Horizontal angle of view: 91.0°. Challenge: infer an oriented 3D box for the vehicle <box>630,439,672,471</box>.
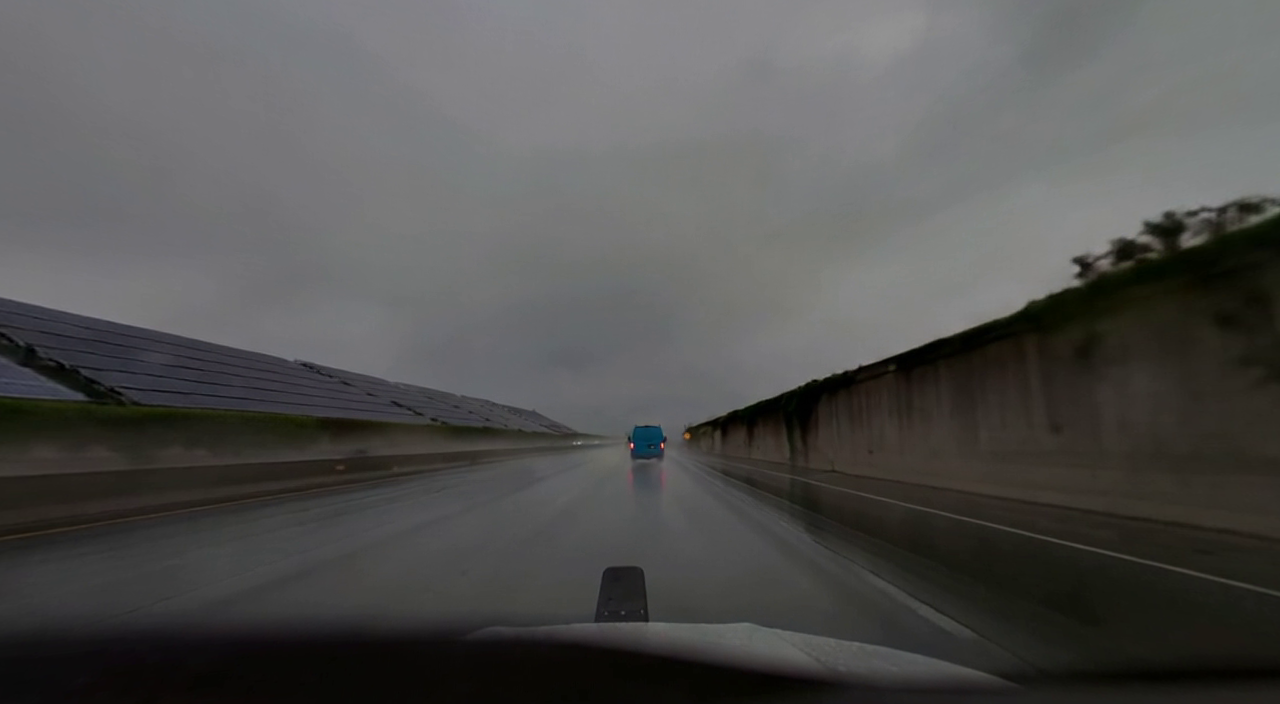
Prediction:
[{"bbox_3d":[0.503,5.091,31.286,1.997,1.484,3.409,0,-8,0],"label":"vehicle"}]
